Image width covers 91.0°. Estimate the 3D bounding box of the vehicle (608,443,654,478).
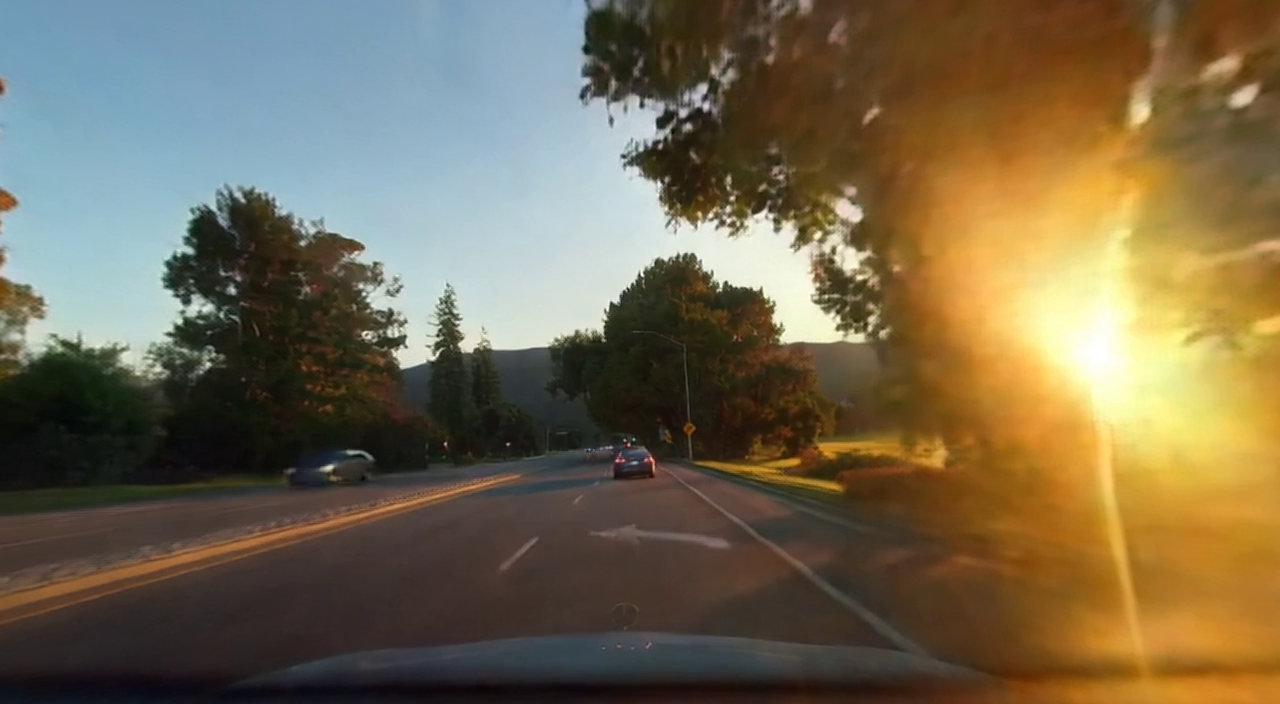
[{"bbox_3d":[-0.430,4.889,28.547,1.954,1.469,3.465,0,-9,-1],"label":"vehicle"}]
